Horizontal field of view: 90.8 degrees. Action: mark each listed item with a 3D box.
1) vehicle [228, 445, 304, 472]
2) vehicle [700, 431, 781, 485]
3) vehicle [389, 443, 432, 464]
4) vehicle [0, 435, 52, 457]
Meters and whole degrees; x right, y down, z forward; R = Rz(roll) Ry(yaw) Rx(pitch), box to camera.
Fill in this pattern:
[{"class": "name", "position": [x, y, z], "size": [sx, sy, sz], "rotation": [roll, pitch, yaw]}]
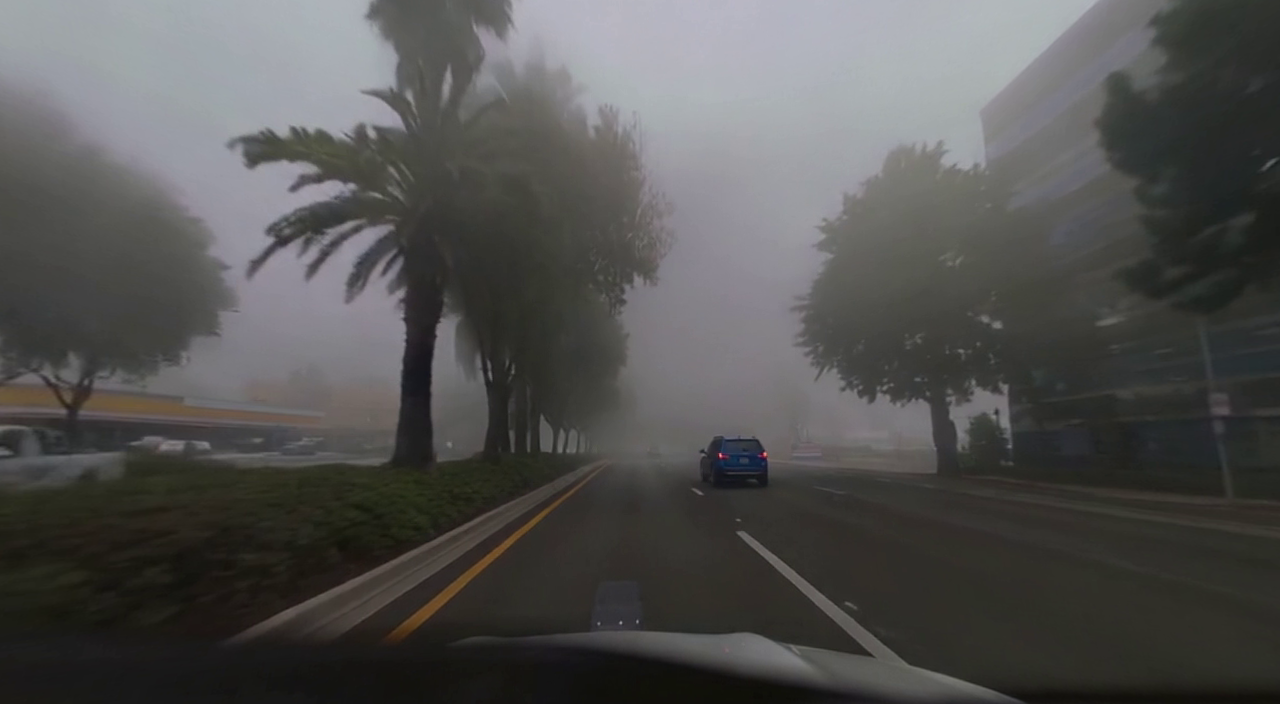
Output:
[{"class": "vehicle", "position": [-22.091, 6.293, 37.540], "size": [1.813, 1.484, 4.374], "rotation": [0, -8, 1]}, {"class": "vehicle", "position": [3.432, 3.719, 22.418], "size": [2.072, 1.696, 4.177], "rotation": [1, -8, -2]}, {"class": "vehicle", "position": [-17.871, 7.911, 49.389], "size": [1.764, 1.476, 4.349], "rotation": [0, -8, 0]}, {"class": "vehicle", "position": [-44.159, 6.575, 44.086], "size": [4.211, 1.491, 2.000], "rotation": [0, -8, 0]}]
